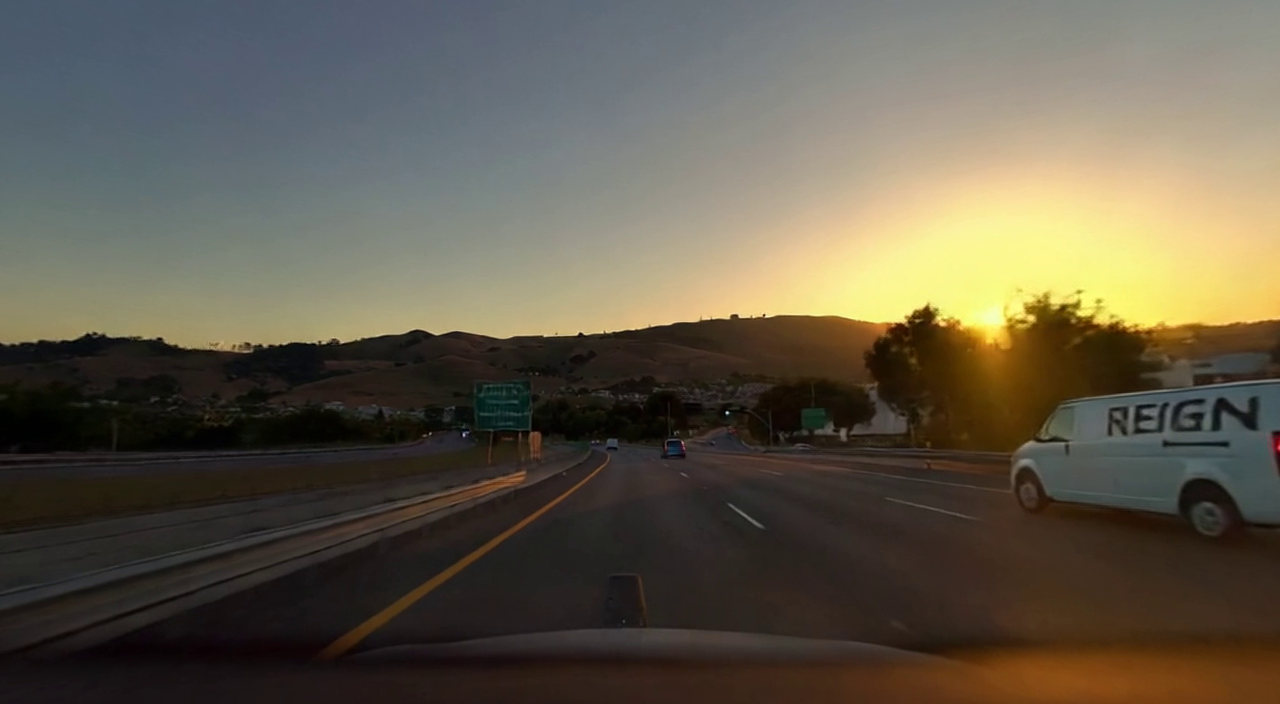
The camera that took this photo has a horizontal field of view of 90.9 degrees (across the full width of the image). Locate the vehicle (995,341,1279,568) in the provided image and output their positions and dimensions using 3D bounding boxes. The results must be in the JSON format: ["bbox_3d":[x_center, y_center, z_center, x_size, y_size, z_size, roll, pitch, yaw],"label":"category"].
[{"bbox_3d":[6.988,1.192,7.496,2.275,2.059,5.543,0,-8,0],"label":"vehicle"}]
